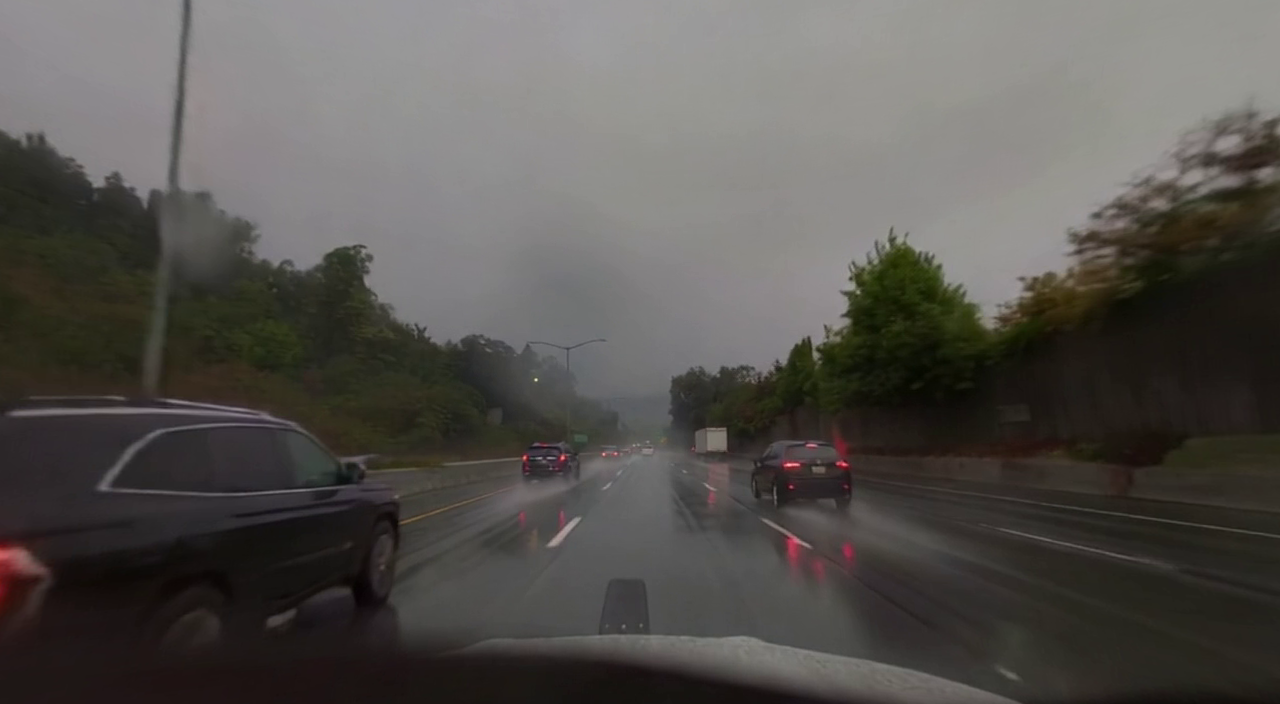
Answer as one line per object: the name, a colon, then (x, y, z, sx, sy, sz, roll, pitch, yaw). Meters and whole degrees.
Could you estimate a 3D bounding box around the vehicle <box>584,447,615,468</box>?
vehicle: (-3.072, 8.072, 48.673, 2.099, 1.494, 4.504, -1, -8, 1)

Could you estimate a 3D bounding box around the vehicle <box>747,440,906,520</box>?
vehicle: (3.906, 2.756, 14.282, 2.040, 1.461, 4.822, 0, -8, -1)

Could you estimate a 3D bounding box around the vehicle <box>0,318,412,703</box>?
vehicle: (-3.324, 0.997, 3.729, 2.139, 1.764, 4.707, -1, -8, 1)

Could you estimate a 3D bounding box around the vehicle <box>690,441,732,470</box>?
vehicle: (4.483, 6.626, 40.632, 2.144, 1.752, 4.765, 0, -8, 0)

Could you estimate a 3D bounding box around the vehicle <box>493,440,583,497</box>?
vehicle: (-3.140, 3.713, 20.597, 1.974, 1.589, 5.047, -1, -8, 2)
